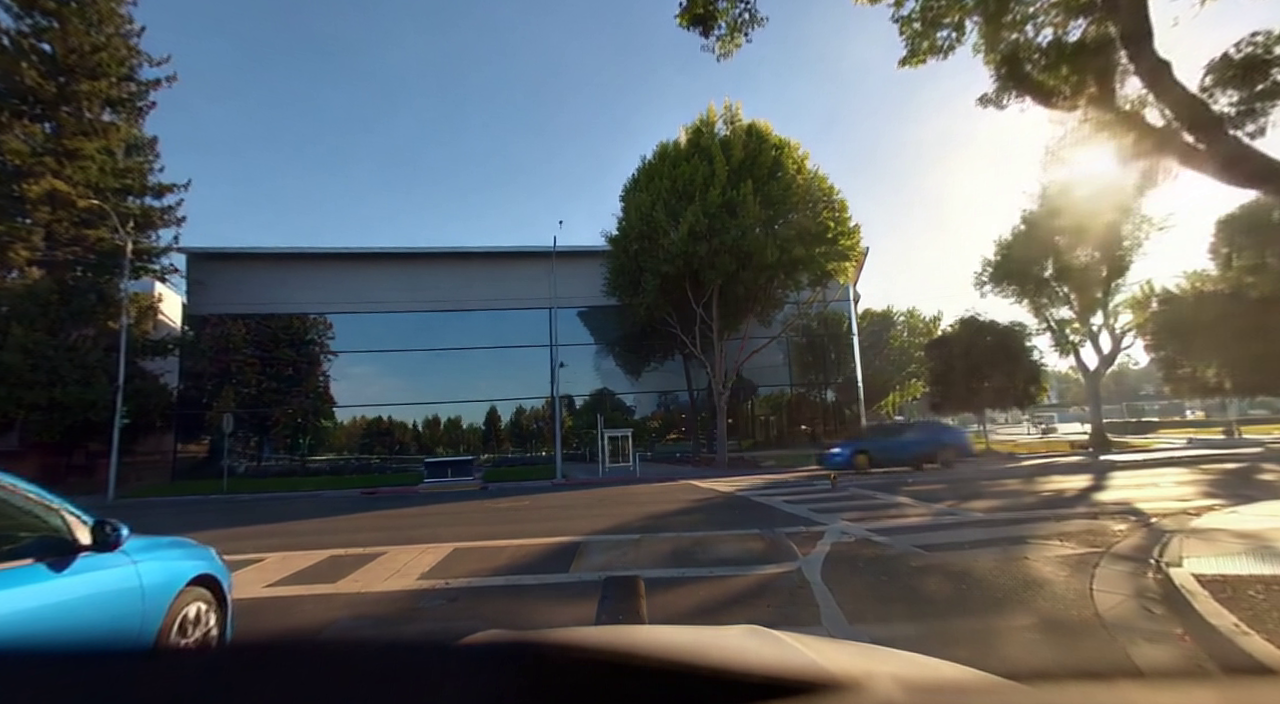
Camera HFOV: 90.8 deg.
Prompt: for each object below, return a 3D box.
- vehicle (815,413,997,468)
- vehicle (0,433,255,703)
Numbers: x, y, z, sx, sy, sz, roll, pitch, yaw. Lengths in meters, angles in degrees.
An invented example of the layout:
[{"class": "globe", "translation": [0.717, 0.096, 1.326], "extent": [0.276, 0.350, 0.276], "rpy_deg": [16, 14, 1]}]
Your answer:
[{"class": "vehicle", "translation": [8.083, 2.703, 19.406], "extent": [4.788, 1.548, 1.965], "rpy_deg": [1, -8, -11]}, {"class": "vehicle", "translation": [-3.325, 0.957, 1.887], "extent": [2.069, 1.413, 5.006], "rpy_deg": [1, -8, -11]}]
